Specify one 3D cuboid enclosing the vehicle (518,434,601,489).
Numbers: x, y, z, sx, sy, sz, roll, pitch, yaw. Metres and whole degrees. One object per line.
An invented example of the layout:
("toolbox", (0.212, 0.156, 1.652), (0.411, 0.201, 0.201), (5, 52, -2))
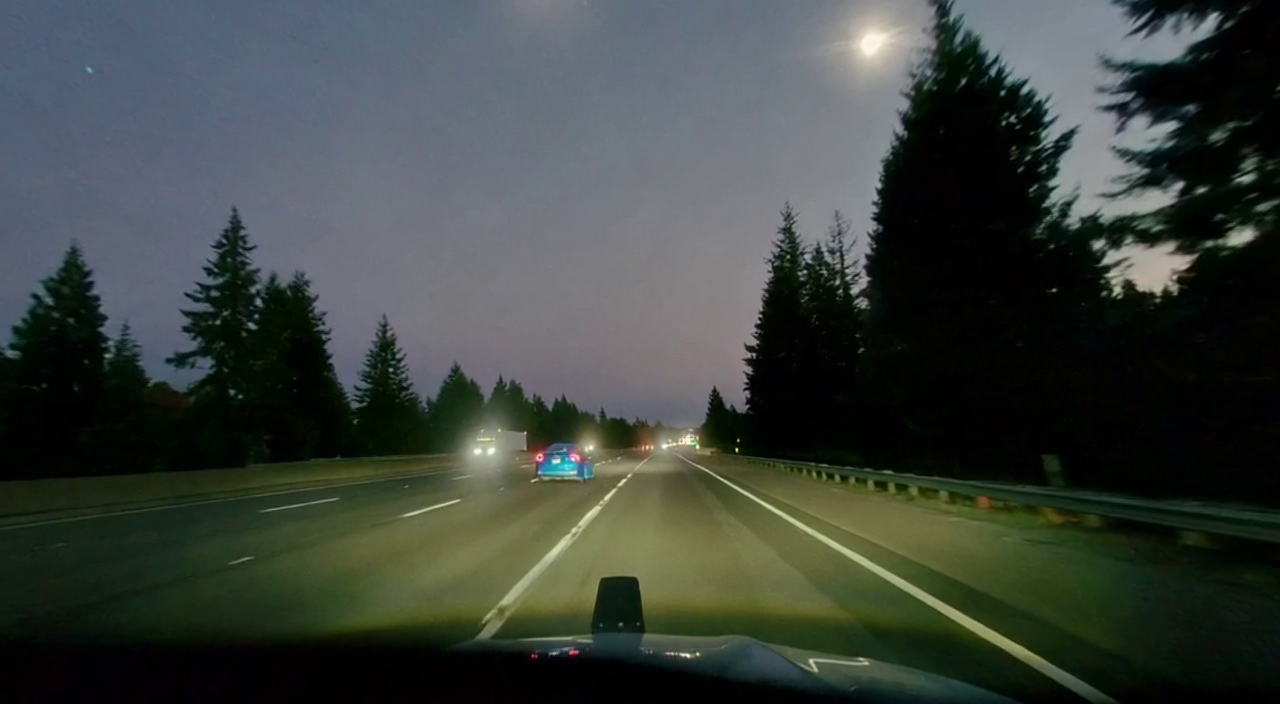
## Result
("vehicle", (-2.624, 3.681, 21.477), (2.133, 1.686, 4.203), (-1, -8, 2))
